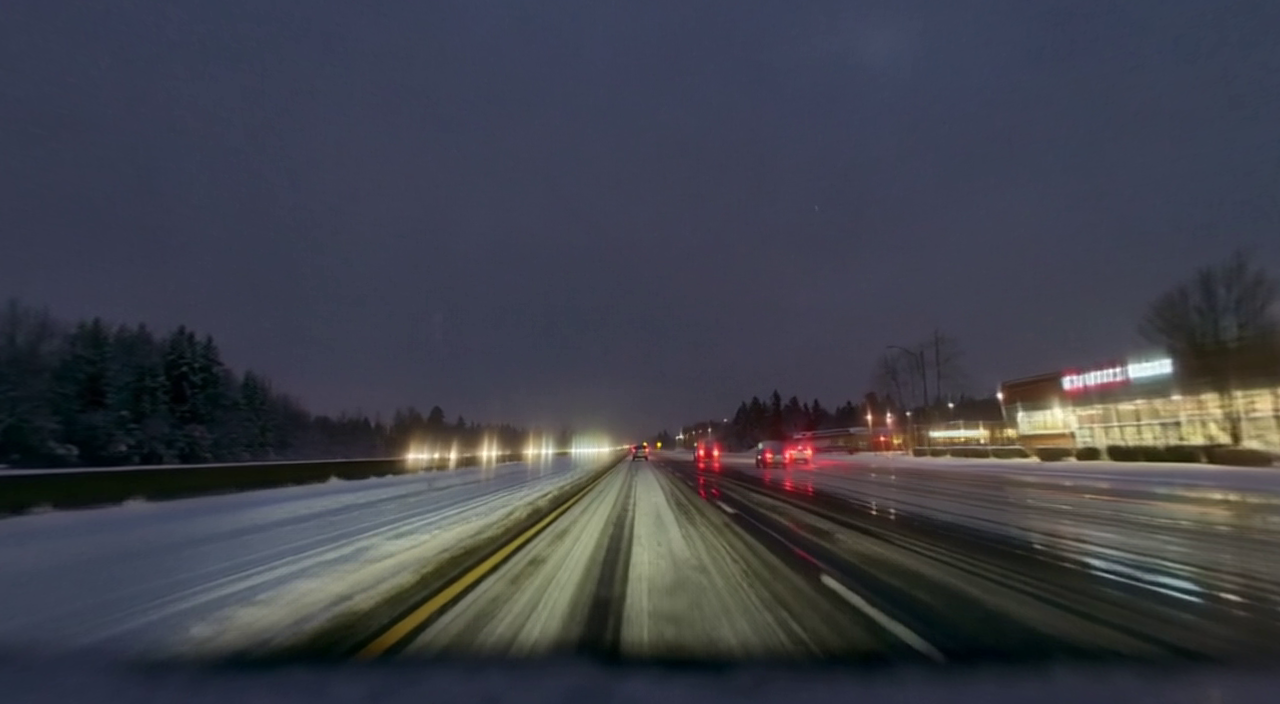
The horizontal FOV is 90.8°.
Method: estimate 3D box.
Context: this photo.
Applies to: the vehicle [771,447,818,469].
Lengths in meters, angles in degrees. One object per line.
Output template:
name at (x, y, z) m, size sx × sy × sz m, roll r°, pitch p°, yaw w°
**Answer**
vehicle at (10.599, 7.290, 43.705) m, size 1.953 × 1.473 × 4.512 m, roll 0°, pitch -8°, yaw -2°
